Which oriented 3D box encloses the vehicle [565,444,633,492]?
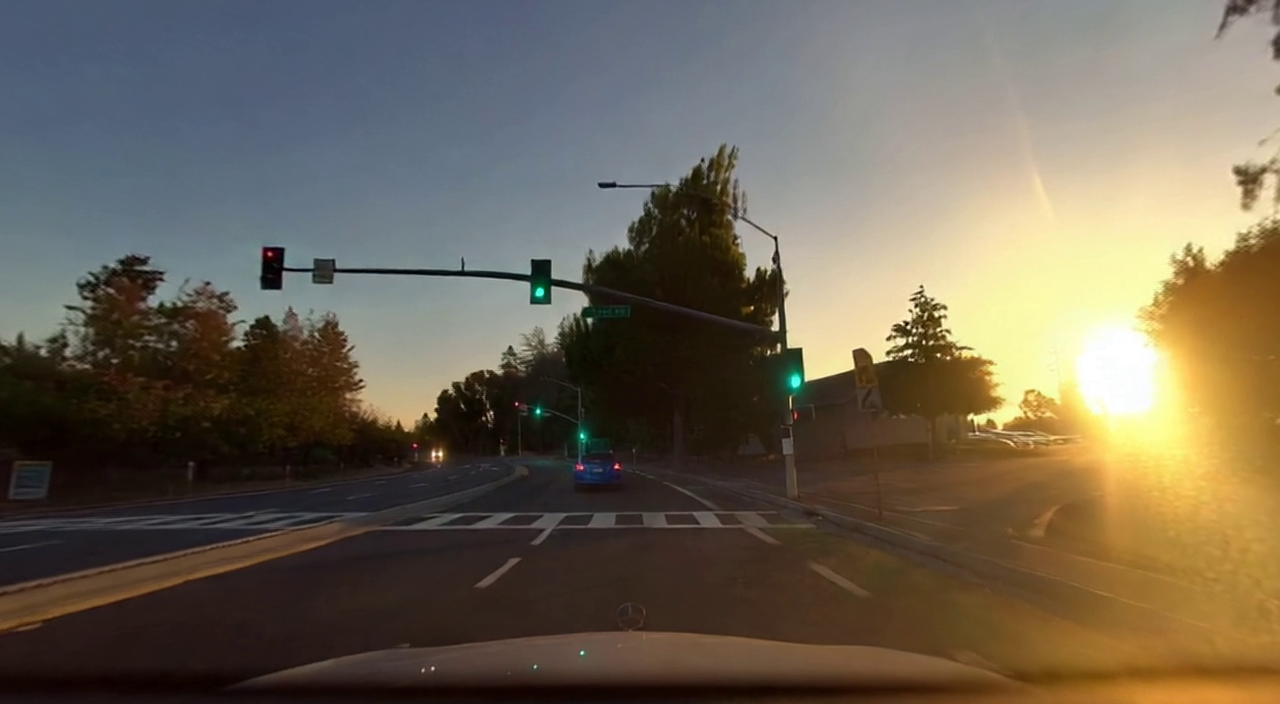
[{"bbox_3d":[-1.568,4.070,22.549,2.148,1.521,4.089,1,-9,-8],"label":"vehicle"}]
